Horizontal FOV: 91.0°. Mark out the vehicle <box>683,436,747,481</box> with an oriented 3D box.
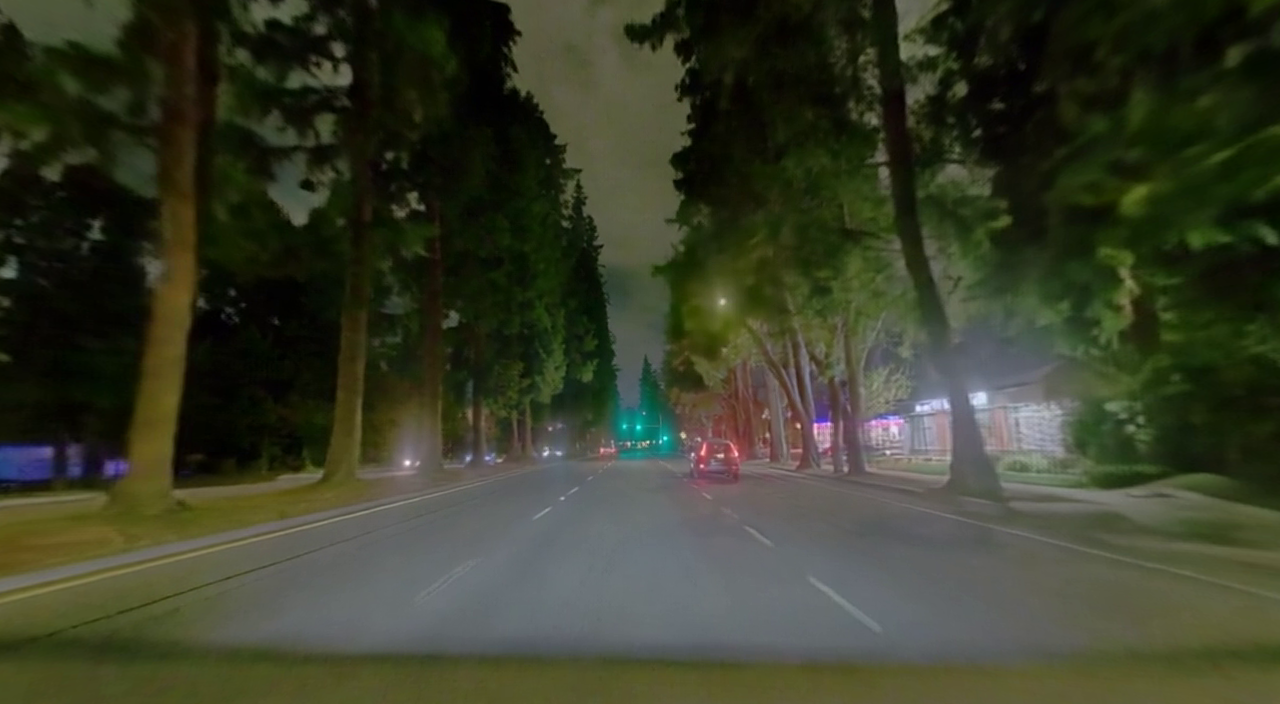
[{"bbox_3d":[3.046,4.441,26.586,2.083,1.743,4.354,0,-8,-1],"label":"vehicle"}]
